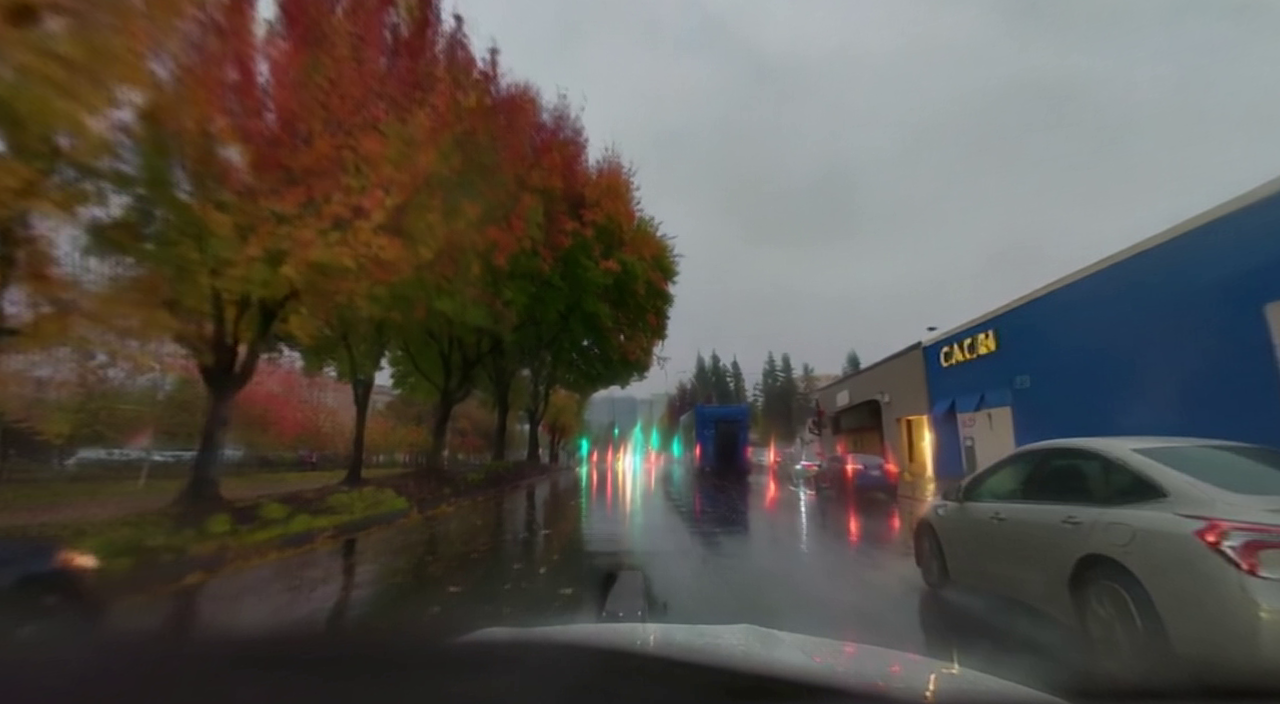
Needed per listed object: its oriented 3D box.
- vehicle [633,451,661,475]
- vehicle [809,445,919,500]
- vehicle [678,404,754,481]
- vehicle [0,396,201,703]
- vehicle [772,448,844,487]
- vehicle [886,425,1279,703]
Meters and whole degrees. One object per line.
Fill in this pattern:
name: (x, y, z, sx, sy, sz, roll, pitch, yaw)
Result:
vehicle: (0.470, 7.807, 44.427, 1.846, 1.528, 4.348, 0, -9, 0)
vehicle: (7.049, 3.996, 20.411, 1.889, 1.417, 4.759, -3, -14, 1)
vehicle: (3.977, 5.209, 35.855, 3.003, 3.680, 10.684, 0, -9, 0)
vehicle: (-3.635, 0.800, 1.583, 1.751, 1.540, 4.481, -1, -9, 1)
vehicle: (7.043, 4.861, 26.878, 1.859, 1.467, 4.749, 0, -9, 1)
vehicle: (3.757, 1.320, 4.533, 1.915, 1.449, 4.970, 0, -9, -1)
